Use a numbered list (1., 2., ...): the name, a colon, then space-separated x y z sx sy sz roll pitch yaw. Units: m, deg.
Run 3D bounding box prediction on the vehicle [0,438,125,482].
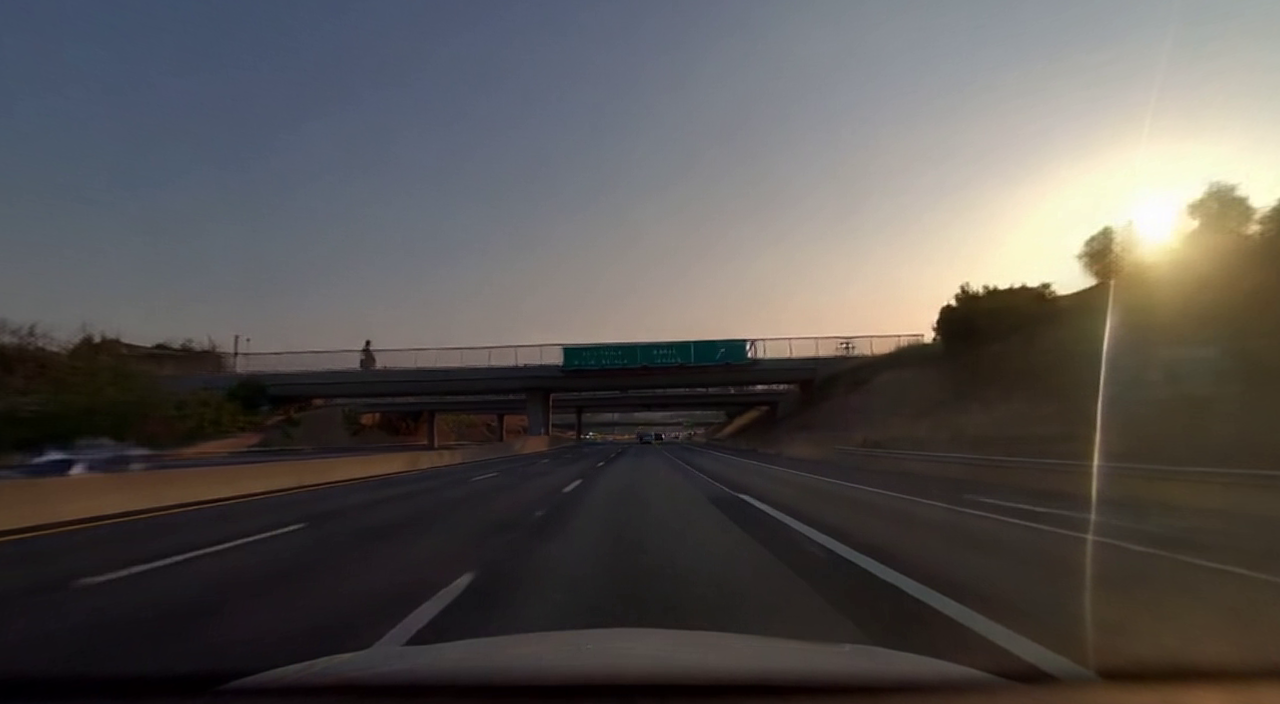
1. vehicle: -22.327 4.024 23.884 1.820 1.504 4.417 0 -8 -1
